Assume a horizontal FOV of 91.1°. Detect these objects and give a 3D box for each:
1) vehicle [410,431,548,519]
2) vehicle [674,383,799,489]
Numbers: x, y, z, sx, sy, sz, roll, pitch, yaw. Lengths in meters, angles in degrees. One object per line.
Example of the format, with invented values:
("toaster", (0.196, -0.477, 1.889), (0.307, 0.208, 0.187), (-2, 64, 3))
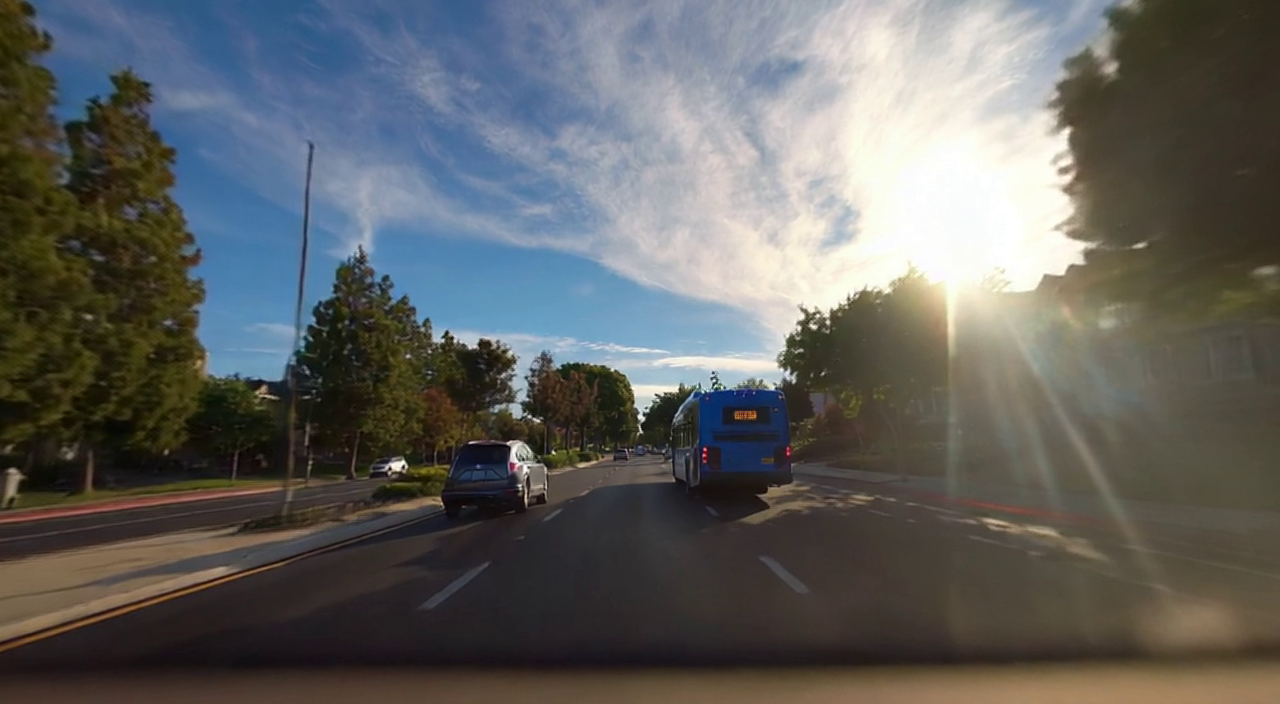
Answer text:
("vehicle", (-3.631, 2.854, 15.116), (2.111, 1.767, 4.333), (-1, -9, 1))
("vehicle", (3.374, 3.584, 26.143), (3.072, 3.278, 12.747), (0, -9, 0))
